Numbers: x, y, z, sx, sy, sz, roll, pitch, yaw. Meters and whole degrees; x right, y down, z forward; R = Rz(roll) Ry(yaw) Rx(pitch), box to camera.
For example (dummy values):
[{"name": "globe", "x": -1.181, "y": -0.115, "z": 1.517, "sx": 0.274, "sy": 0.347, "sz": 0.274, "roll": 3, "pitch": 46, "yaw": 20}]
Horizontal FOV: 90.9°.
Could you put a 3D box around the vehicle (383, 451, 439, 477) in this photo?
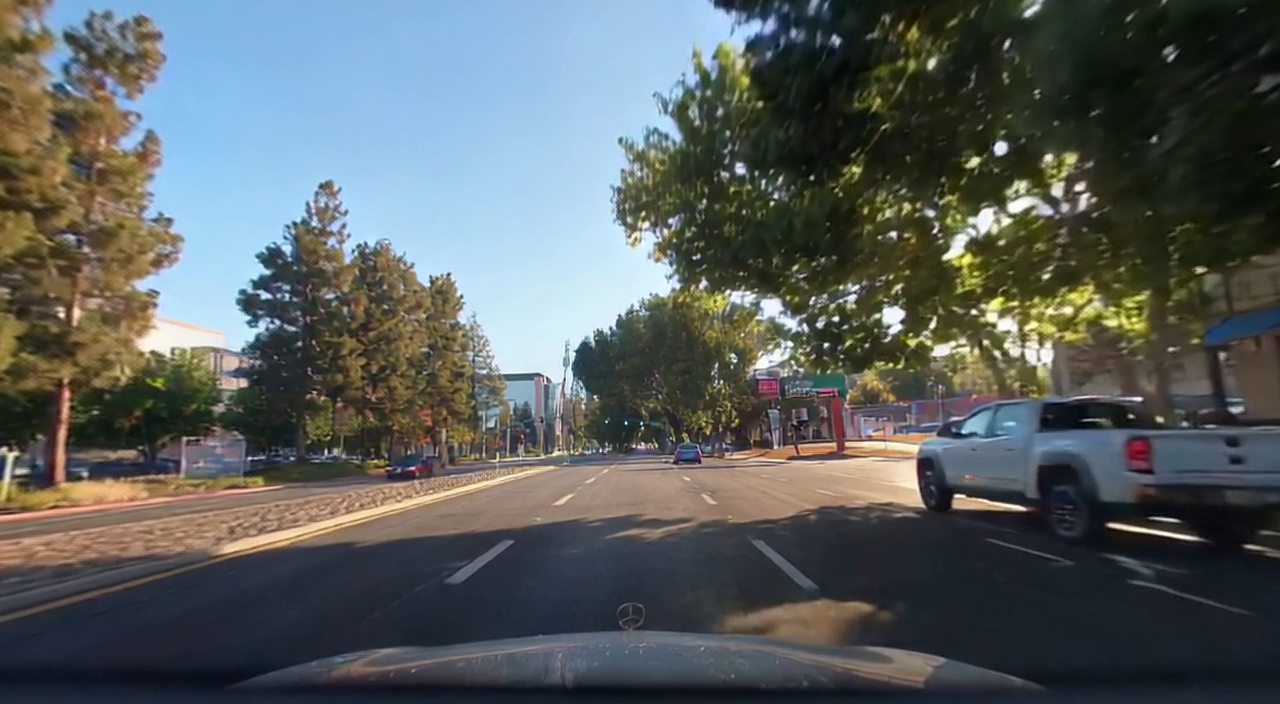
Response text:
[{"name": "vehicle", "x": -13.919, "y": 6.809, "z": 38.601, "sx": 1.887, "sy": 1.470, "sz": 4.240, "roll": 0, "pitch": -8, "yaw": -1}]

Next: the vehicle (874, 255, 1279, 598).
[{"name": "vehicle", "x": 6.841, "y": 1.241, "z": 10.018, "sx": 3.013, "sy": 3.152, "sz": 8.476, "roll": 0, "pitch": -8, "yaw": 0}]

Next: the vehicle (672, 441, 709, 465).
[{"name": "vehicle", "x": 3.308, "y": 6.747, "z": 42.278, "sx": 2.057, "sy": 1.470, "sz": 4.454, "roll": 0, "pitch": -8, "yaw": 0}]
